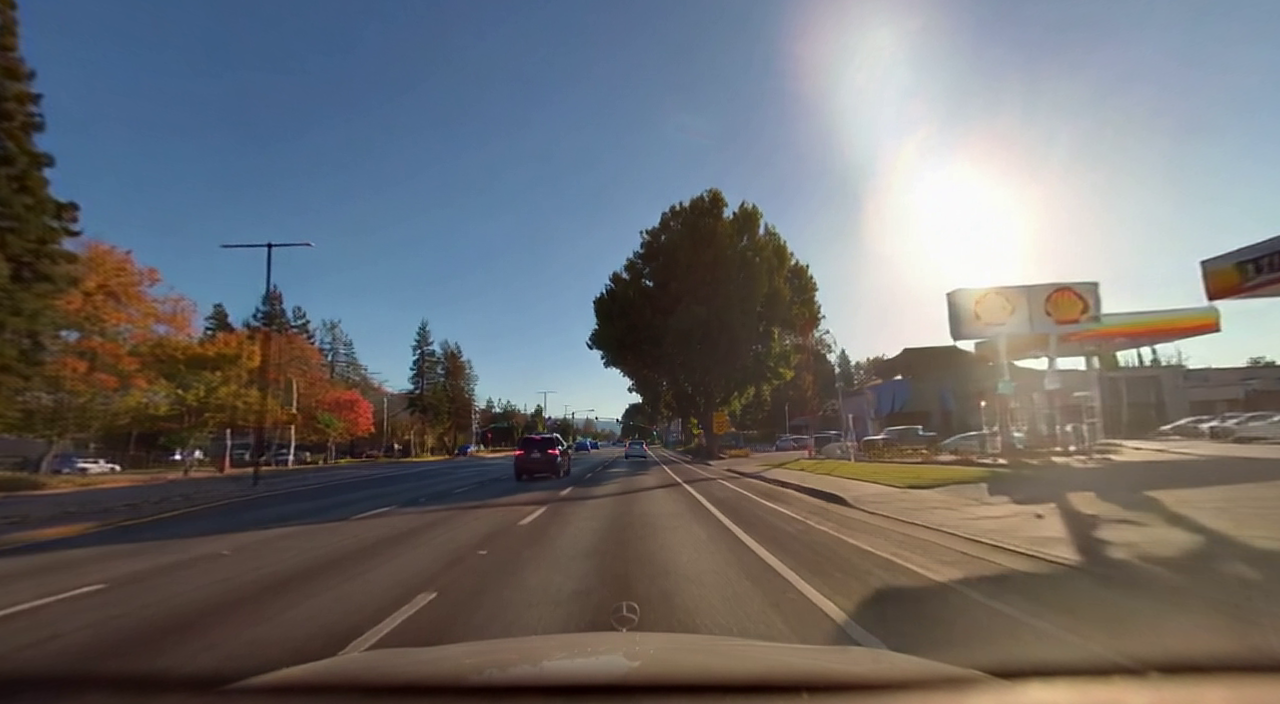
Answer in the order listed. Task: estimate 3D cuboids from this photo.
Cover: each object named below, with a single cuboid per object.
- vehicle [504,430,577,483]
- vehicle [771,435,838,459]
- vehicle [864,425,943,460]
[{"bbox_3d":[-3.566,3.849,23.550,1.985,1.772,4.479,0,-8,0],"label":"vehicle"},{"bbox_3d":[12.875,7.439,49.711,4.612,1.491,2.061,-4,-8,2],"label":"vehicle"},{"bbox_3d":[14.373,5.009,34.854,2.041,1.793,5.054,0,-9,-1],"label":"vehicle"}]
